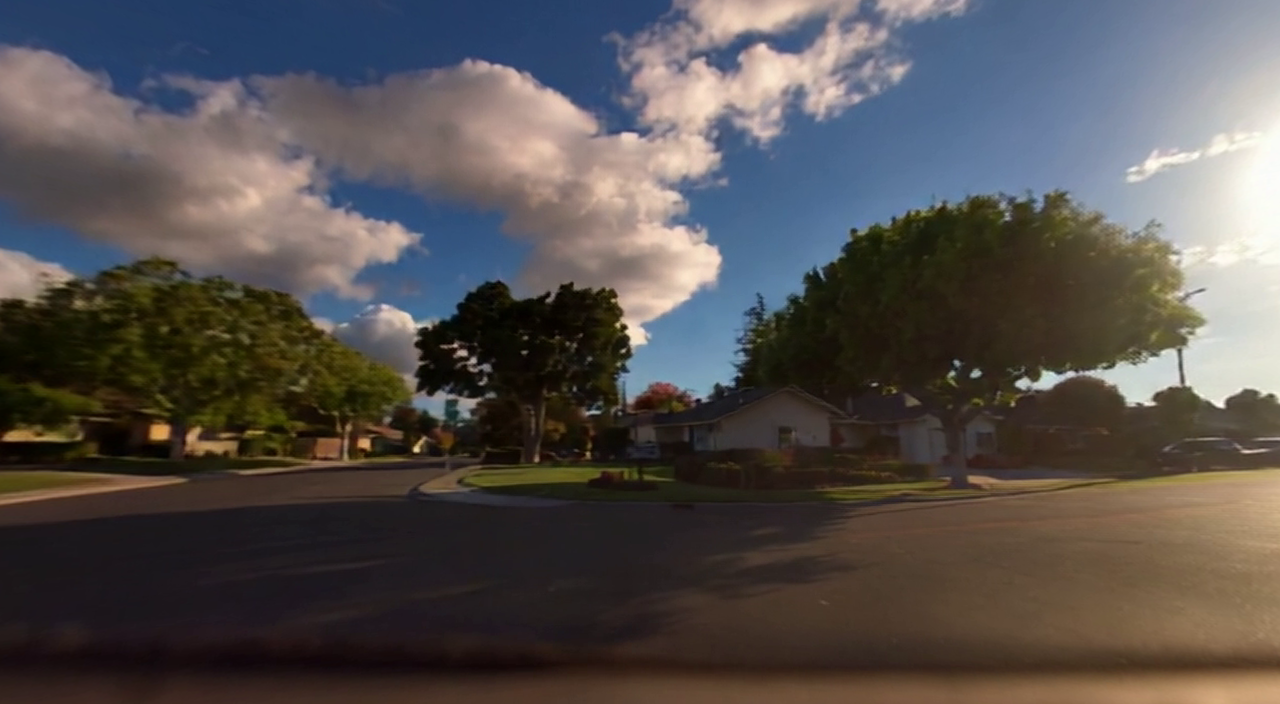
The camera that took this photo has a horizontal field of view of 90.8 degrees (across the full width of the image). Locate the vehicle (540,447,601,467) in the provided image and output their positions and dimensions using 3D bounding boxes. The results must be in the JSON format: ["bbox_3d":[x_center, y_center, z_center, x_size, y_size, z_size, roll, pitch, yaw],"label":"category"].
[{"bbox_3d":[-5.403,8.193,49.395,4.585,1.457,1.899,1,-9,-6],"label":"vehicle"}]

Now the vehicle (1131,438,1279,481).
[{"bbox_3d":[22.661,4.239,25.112,4.750,1.559,1.928,-6,-11,35],"label":"vehicle"}]
